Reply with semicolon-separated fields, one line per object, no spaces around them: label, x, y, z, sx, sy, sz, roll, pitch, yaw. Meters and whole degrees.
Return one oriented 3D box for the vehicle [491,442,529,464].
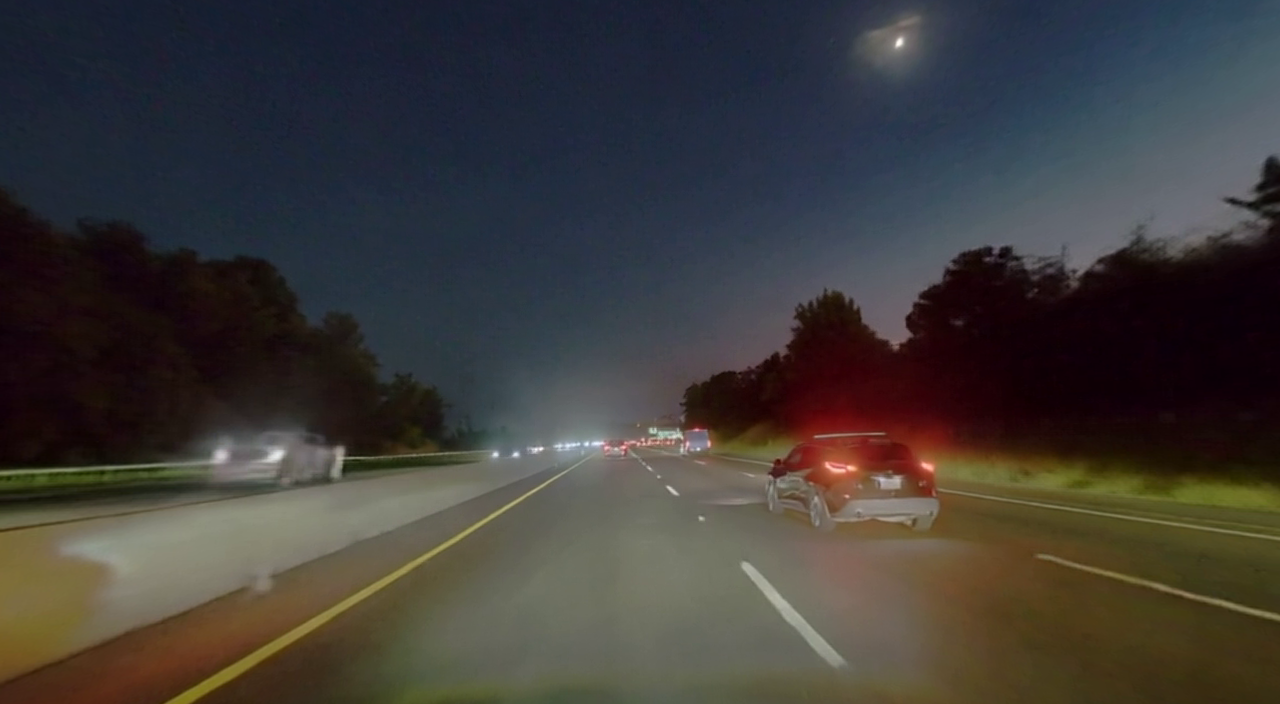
vehicle;-9.348;7.269;45.541;1.855;1.455;4.469;0;-8;-1

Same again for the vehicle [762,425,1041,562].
vehicle;3.379;1.886;9.429;1.961;1.495;4.743;0;-8;-3

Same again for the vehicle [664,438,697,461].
vehicle;2.973;7.189;46.692;1.995;1.556;3.893;0;-8;-3

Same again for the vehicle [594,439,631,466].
vehicle;-1.634;5.949;37.628;2.055;1.466;4.317;0;-8;-2

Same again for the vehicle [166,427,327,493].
vehicle;-12.807;3.499;21.048;2.210;1.908;5.012;0;-8;-2
